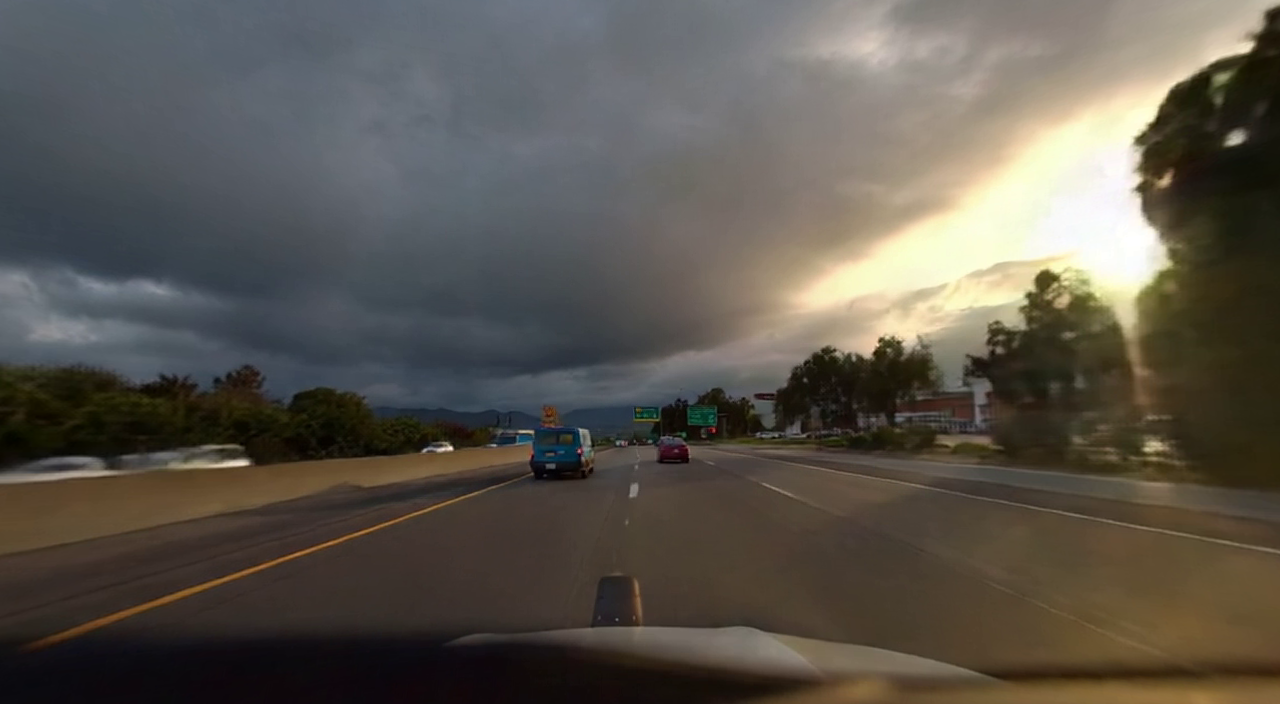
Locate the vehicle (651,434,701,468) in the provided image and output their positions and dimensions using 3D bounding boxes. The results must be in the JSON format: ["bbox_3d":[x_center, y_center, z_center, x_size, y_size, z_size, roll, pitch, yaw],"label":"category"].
[{"bbox_3d":[1.683,4.852,31.159,2.151,1.550,4.694,0,-8,-1],"label":"vehicle"}]

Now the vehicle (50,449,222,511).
[{"bbox_3d":[-13.880,3.487,17.654,1.805,1.467,3.531,0,-8,1],"label":"vehicle"}]

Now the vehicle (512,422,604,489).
[{"bbox_3d":[-2.269,2.983,18.680,2.061,1.732,4.457,0,-8,1],"label":"vehicle"}]
